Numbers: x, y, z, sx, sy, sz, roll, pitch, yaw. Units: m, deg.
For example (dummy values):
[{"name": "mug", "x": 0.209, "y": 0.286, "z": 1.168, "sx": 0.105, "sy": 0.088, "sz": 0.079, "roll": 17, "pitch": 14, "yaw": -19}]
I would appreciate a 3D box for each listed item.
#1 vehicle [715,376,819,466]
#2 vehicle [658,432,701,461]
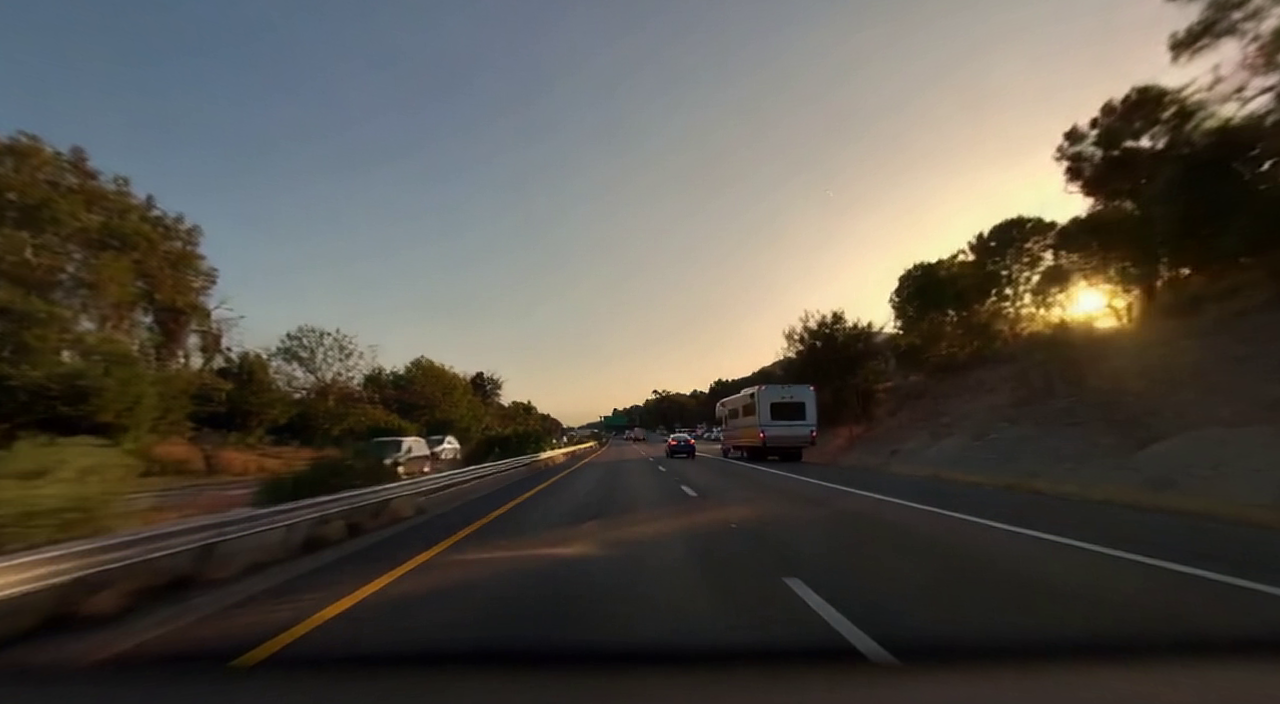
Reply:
[{"name": "vehicle", "x": 6.692, "y": 4.083, "z": 35.969, "sx": 2.937, "sy": 4.119, "sz": 14.096, "roll": 0, "pitch": -8, "yaw": 0}, {"name": "vehicle", "x": 2.150, "y": 5.344, "z": 35.708, "sx": 2.037, "sy": 1.504, "sz": 4.248, "roll": 0, "pitch": -8, "yaw": -2}]
